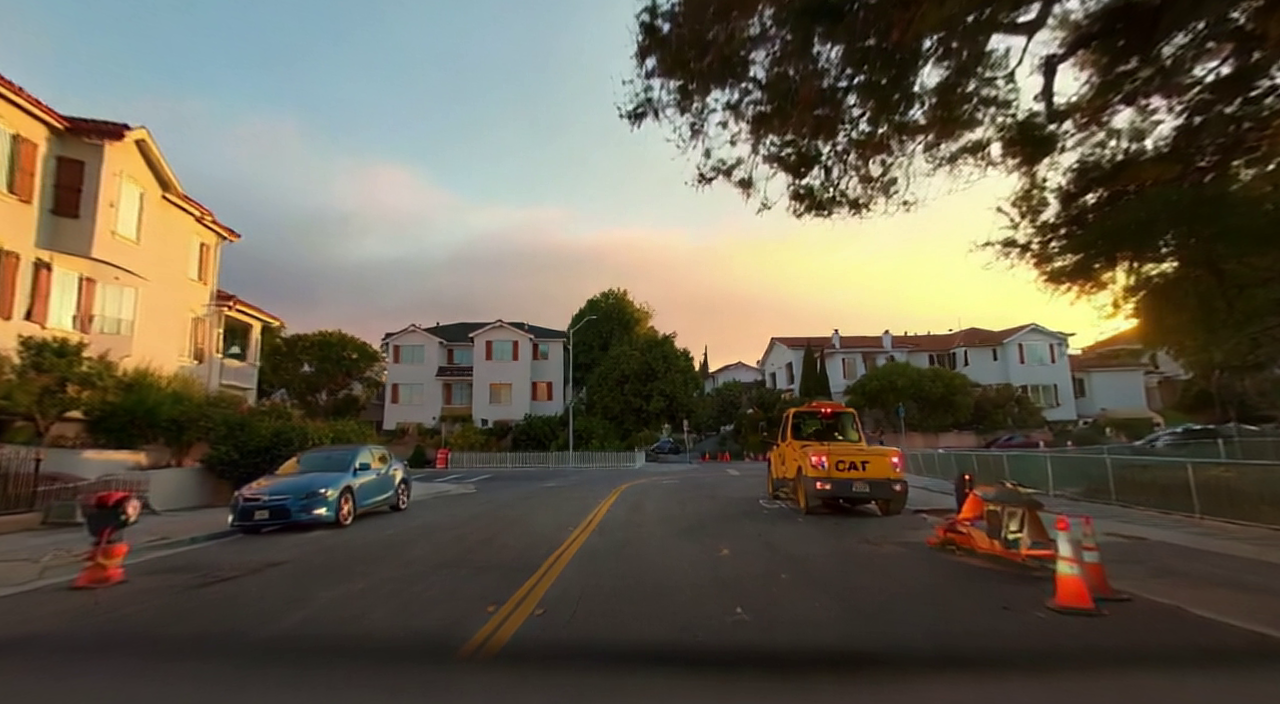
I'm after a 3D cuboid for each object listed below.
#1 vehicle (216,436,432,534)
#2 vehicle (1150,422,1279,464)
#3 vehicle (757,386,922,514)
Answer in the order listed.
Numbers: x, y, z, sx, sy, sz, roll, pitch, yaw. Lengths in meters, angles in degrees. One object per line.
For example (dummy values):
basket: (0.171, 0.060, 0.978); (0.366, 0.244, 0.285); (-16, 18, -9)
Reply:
vehicle: (-6.604, 2.766, 14.002); (2.220, 1.765, 4.799); (0, -8, 1)
vehicle: (24.459, 3.785, 26.289); (4.540, 1.558, 1.980); (-2, -8, 1)
vehicle: (4.442, 2.276, 14.812); (2.501, 2.613, 3.505); (1, -9, -3)
